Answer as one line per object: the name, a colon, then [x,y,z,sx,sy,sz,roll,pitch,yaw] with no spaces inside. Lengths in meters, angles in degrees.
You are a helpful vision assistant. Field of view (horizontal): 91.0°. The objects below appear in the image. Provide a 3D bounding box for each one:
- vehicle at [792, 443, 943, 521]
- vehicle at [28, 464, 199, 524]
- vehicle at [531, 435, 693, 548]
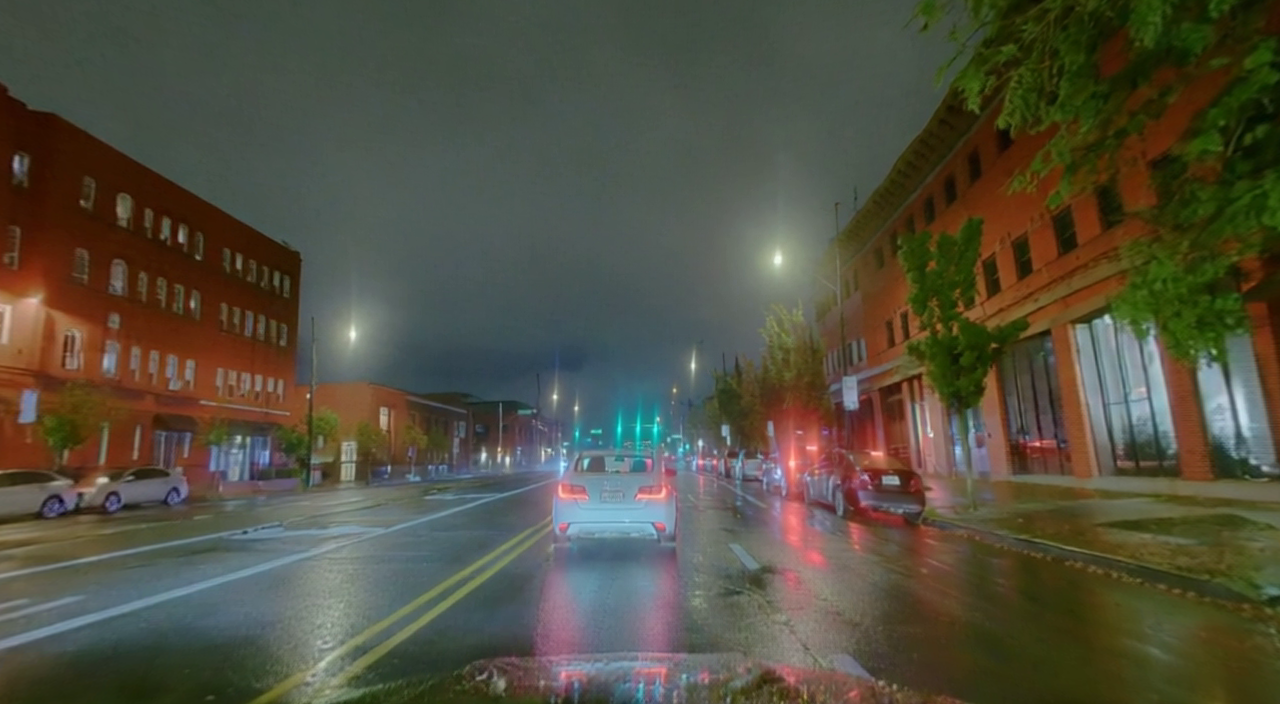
vehicle: [4.912,2.838,14.304,1.832,1.491,4.054,1,-9,-1]
vehicle: [-18.023,4.828,21.923,2.011,1.727,4.449,1,-9,0]
vehicle: [-0.388,2.242,10.787,2.230,1.518,4.113,0,-9,0]
